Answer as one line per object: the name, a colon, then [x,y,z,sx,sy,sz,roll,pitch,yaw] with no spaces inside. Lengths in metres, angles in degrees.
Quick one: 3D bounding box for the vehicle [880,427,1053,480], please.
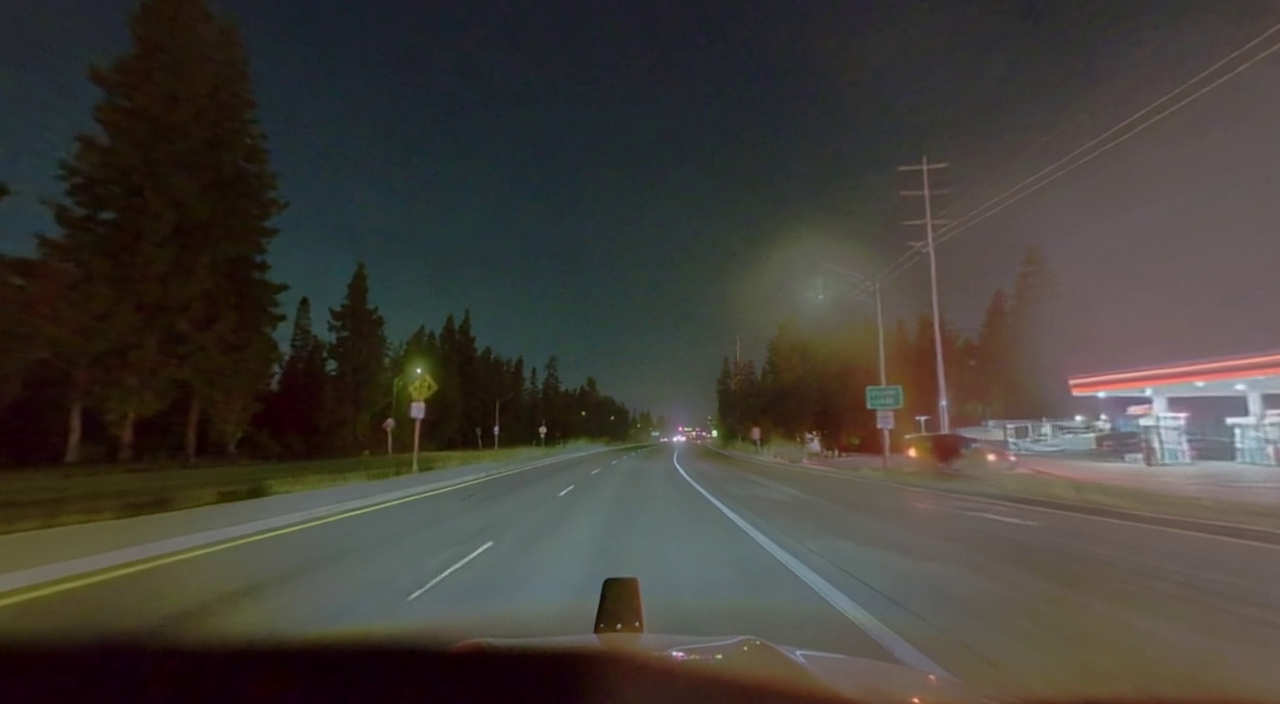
vehicle: [10.400,3.261,20.399,4.476,1.629,1.953,0,-9,0]
